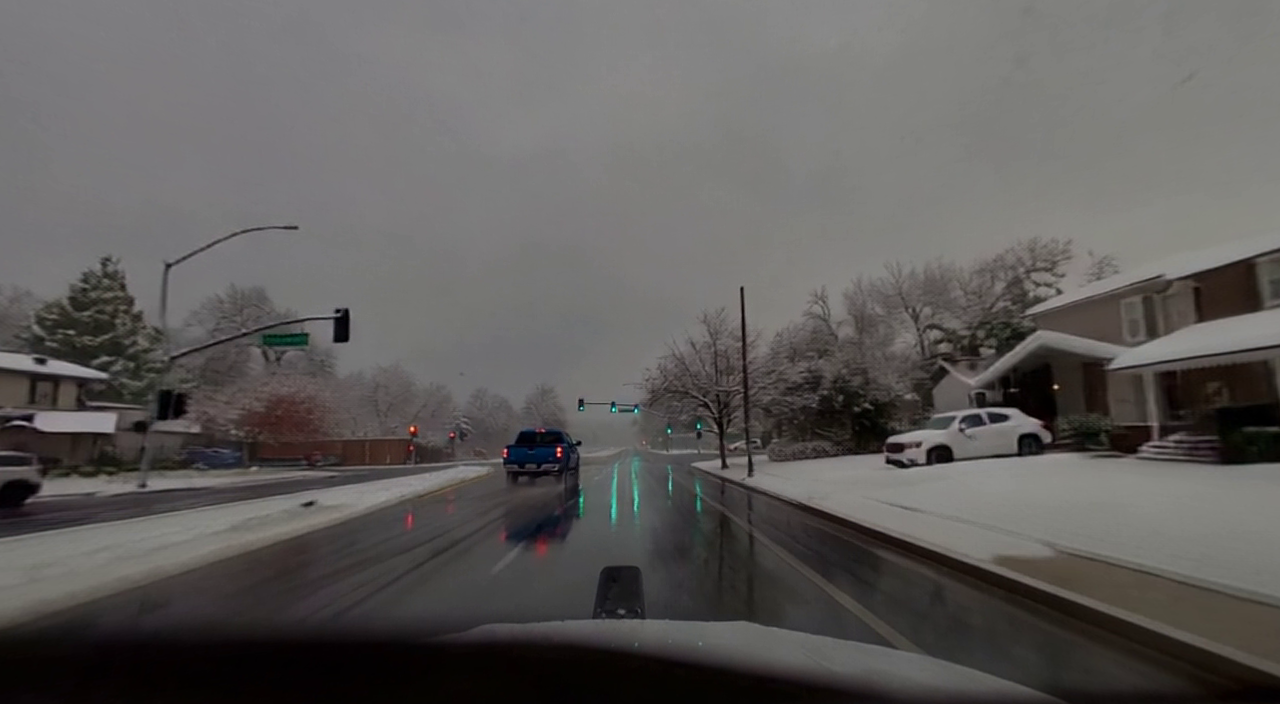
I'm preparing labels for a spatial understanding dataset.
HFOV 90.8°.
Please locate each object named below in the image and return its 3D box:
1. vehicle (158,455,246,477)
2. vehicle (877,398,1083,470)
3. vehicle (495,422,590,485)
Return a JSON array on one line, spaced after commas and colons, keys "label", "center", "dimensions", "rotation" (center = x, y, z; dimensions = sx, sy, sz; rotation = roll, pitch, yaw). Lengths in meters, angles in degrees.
[{"label": "vehicle", "center": [-30.249, 7.862, 43.714], "dimensions": [4.506, 1.453, 2.108], "rotation": [0, -9, 0]}, {"label": "vehicle", "center": [10.037, 2.459, 18.932], "dimensions": [4.882, 1.839, 2.243], "rotation": [-1, -8, -8]}, {"label": "vehicle", "center": [-3.378, 3.729, 23.342], "dimensions": [2.508, 2.001, 5.880], "rotation": [0, -9, 0]}]
